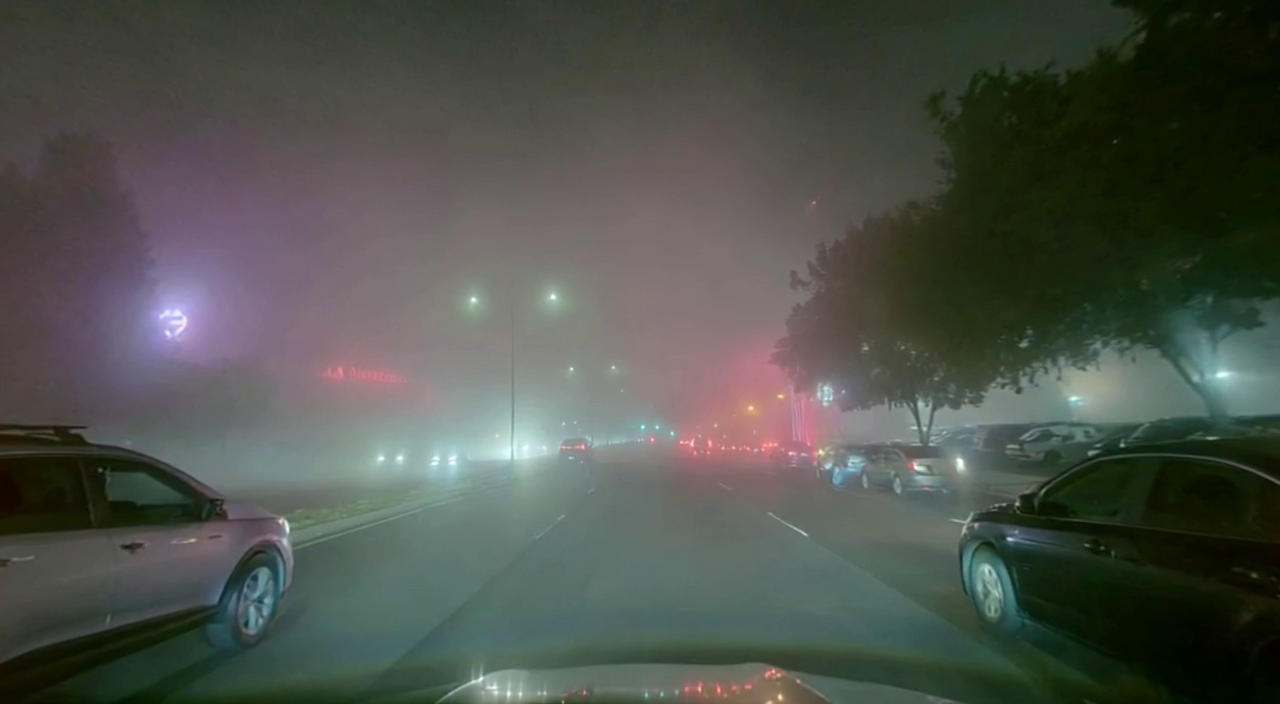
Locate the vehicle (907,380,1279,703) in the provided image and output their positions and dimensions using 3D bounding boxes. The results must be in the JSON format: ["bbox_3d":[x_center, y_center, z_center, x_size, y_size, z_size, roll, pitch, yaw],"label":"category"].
[{"bbox_3d":[3.211,0.957,2.906,1.981,1.499,4.536,0,-8,0],"label":"vehicle"}]

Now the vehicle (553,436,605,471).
[{"bbox_3d":[-2.821,4.825,30.127,1.917,1.511,4.436,-1,-8,1],"label":"vehicle"}]

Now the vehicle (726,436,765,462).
[{"bbox_3d":[7.791,7.201,46.844,2.003,1.789,4.718,0,-8,-1],"label":"vehicle"}]

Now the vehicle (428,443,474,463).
[{"bbox_3d":[-14.725,7.863,49.268,2.177,1.519,4.307,-1,-8,1],"label":"vehicle"}]

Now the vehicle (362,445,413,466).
[{"bbox_3d":[-18.771,7.723,47.092,1.911,1.482,4.430,-1,-8,1],"label":"vehicle"}]

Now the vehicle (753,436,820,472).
[{"bbox_3d":[7.199,5.034,31.362,2.077,1.666,4.342,0,-8,-3],"label":"vehicle"}]

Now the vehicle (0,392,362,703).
[{"bbox_3d":[-3.681,1.032,3.279,2.155,1.504,4.776,-1,-8,2],"label":"vehicle"}]

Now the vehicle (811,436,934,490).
[{"bbox_3d":[7.329,3.538,20.549,2.033,1.540,4.923,0,-8,-1],"label":"vehicle"}]

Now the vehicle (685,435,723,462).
[{"bbox_3d":[4.274,6.528,42.753,2.007,1.683,4.171,0,-8,-1],"label":"vehicle"}]
